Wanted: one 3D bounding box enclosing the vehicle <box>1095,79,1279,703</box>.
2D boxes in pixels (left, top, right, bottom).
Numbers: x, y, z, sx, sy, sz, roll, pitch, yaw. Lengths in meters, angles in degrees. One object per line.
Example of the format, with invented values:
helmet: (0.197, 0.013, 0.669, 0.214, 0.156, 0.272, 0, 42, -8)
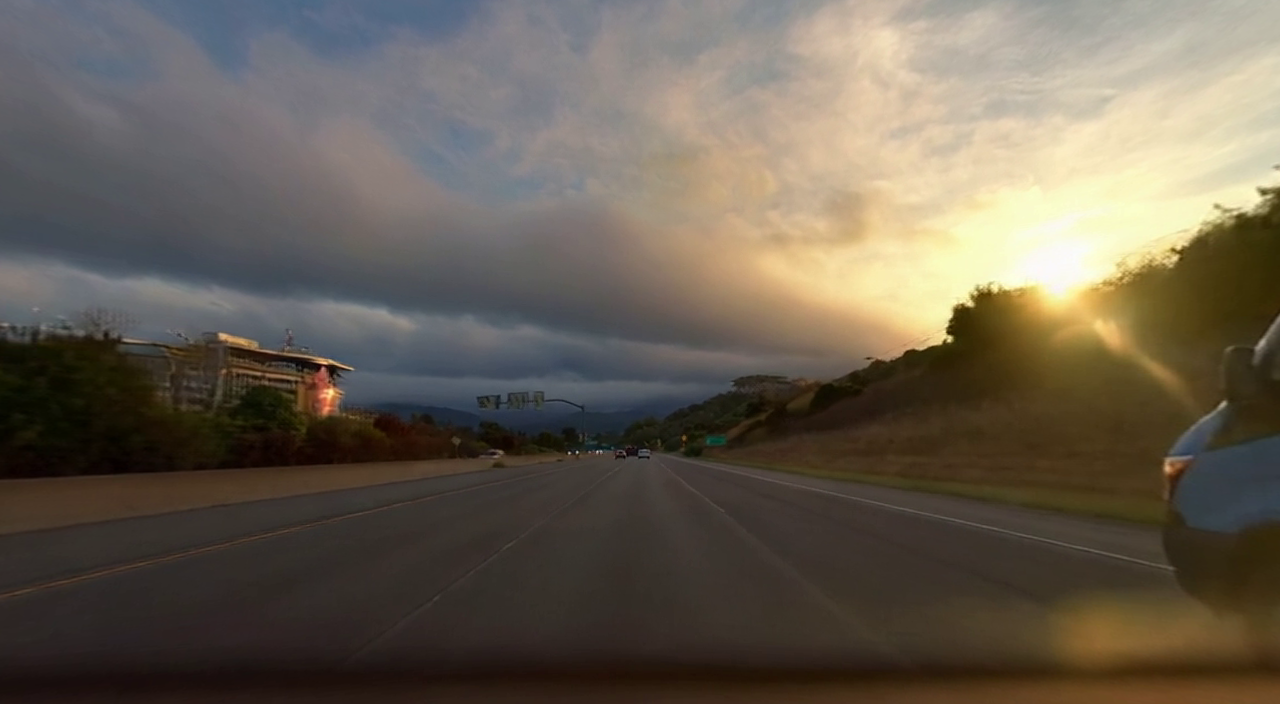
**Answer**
vehicle: (3.994, -0.144, 0.152, 2.527, 2.809, 6.831, 0, -9, 0)
